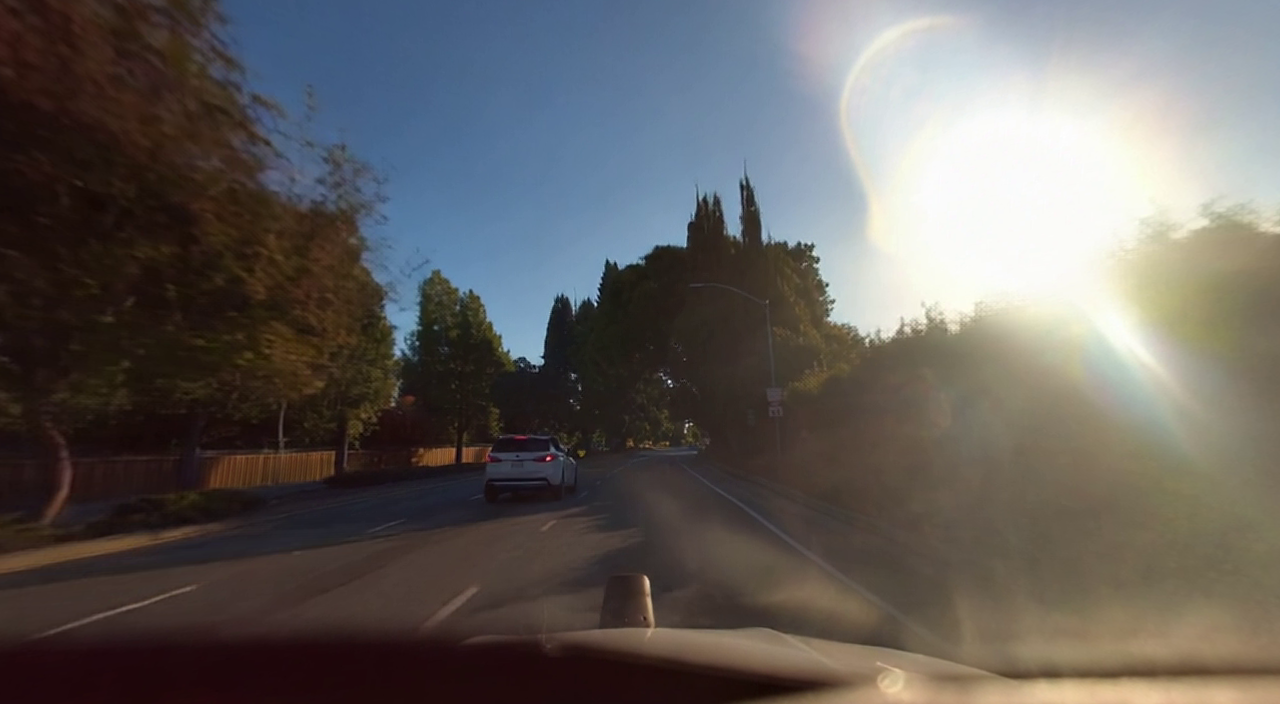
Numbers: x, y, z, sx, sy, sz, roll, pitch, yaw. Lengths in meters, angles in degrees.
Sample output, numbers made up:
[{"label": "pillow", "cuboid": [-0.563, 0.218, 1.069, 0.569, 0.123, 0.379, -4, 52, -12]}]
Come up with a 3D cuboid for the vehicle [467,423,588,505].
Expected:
[{"label": "vehicle", "cuboid": [-2.773, 2.913, 16.833, 2.160, 1.855, 4.695, 0, -8, 2]}]
